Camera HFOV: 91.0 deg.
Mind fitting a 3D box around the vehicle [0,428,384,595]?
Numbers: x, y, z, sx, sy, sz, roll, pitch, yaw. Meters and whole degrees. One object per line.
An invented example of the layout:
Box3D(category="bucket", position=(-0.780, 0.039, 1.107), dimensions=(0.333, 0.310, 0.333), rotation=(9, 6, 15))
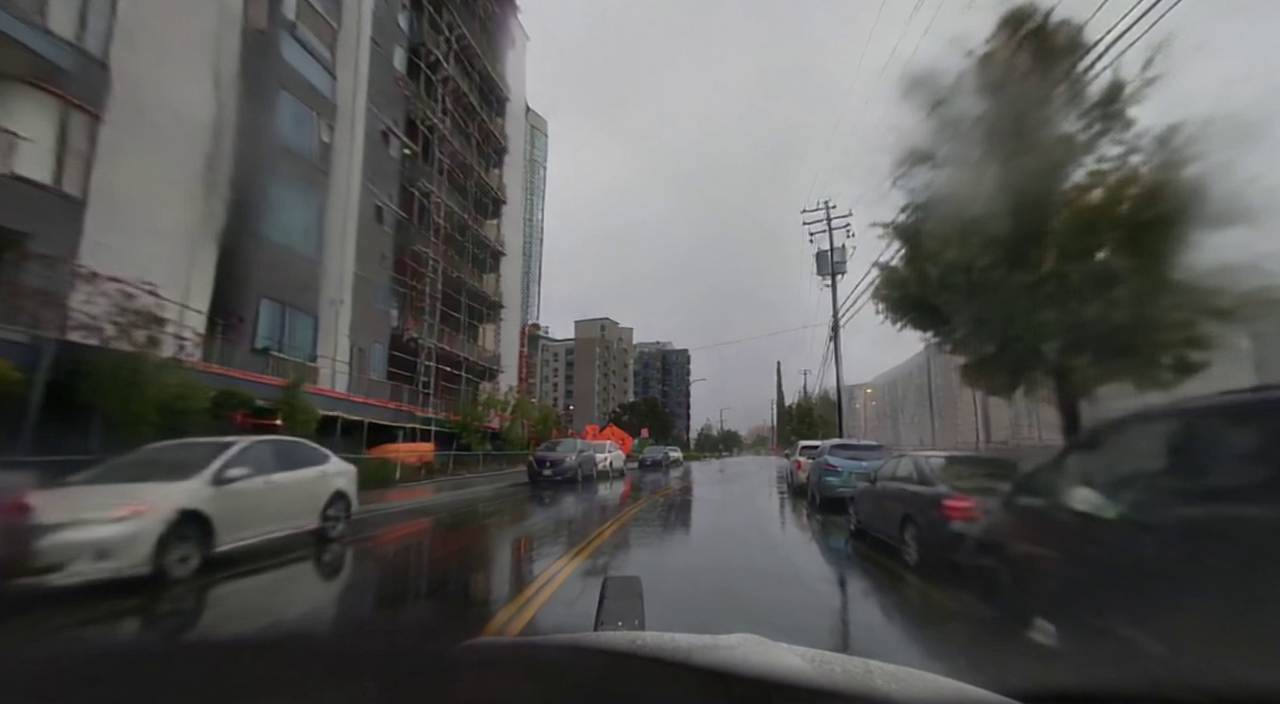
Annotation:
Box3D(category="vehicle", position=(-5.654, 1.896, 8.506), dimensions=(1.966, 1.568, 4.705), rotation=(-1, -9, 7))

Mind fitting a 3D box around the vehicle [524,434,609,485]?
Box3D(category="vehicle", position=(-2.884, 4.382, 25.944), dimensions=(1.953, 1.871, 4.712), rotation=(-2, -9, 13))

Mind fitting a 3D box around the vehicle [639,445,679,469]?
Box3D(category="vehicle", position=(1.414, 7.529, 45.449), dimensions=(1.998, 1.633, 4.673), rotation=(-2, -9, 12))

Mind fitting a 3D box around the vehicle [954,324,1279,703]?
Box3D(category="vehicle", position=(3.814, 0.901, 2.638), dimensions=(2.184, 2.035, 5.422), rotation=(0, -9, 0))
